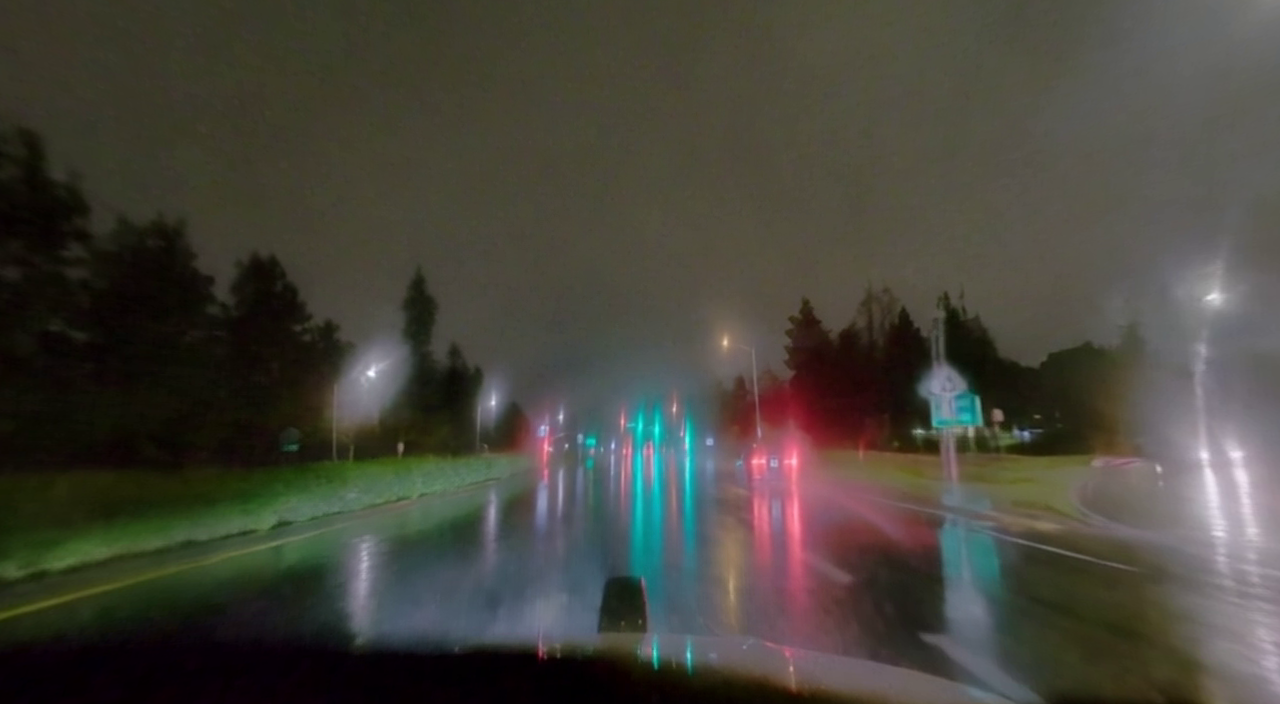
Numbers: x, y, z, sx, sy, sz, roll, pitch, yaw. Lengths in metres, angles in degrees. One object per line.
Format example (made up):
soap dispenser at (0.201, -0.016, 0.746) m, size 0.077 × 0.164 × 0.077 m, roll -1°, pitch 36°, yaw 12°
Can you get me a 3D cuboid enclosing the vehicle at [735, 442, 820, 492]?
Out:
vehicle at (4.573, 3.873, 21.604) m, size 1.913 × 1.516 × 4.322 m, roll 0°, pitch -9°, yaw 0°
